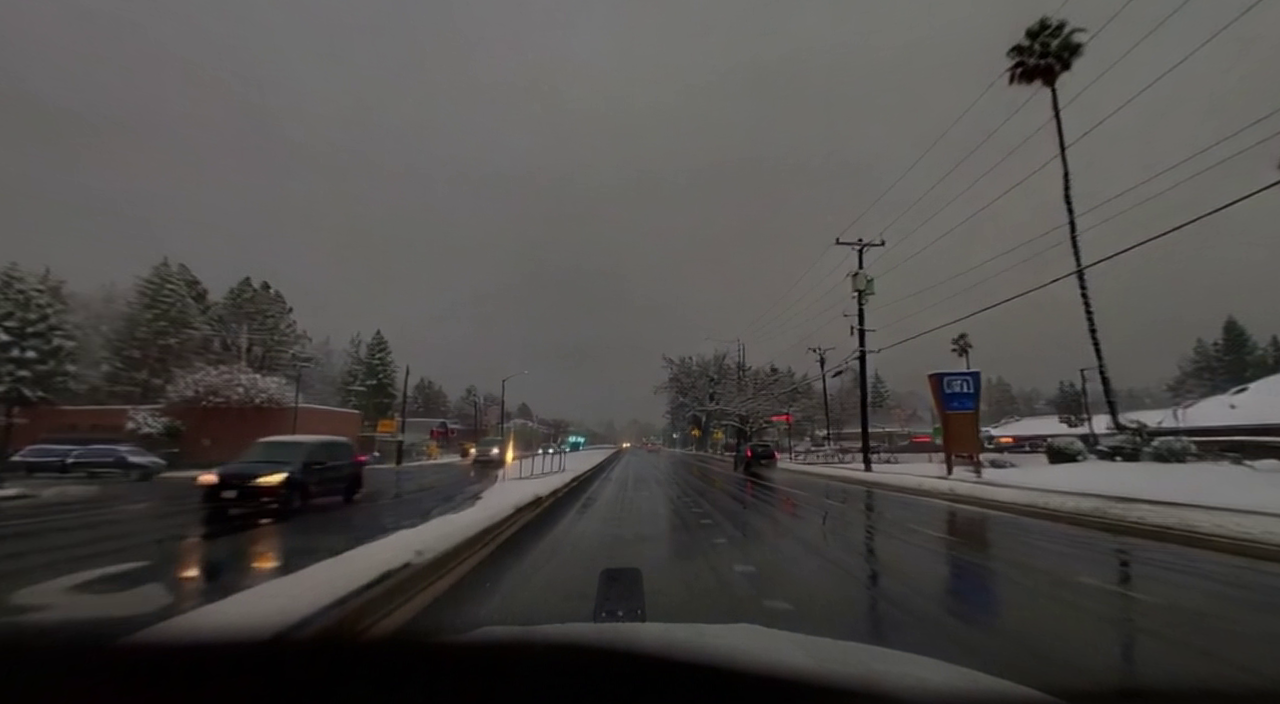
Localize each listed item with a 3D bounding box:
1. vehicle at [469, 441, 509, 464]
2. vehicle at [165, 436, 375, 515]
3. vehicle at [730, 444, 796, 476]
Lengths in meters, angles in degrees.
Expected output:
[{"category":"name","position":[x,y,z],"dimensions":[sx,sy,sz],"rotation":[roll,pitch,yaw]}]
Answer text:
[{"category":"vehicle","position":[-11.800,7.913,49.759],"dimensions":[2.007,1.707,4.522],"rotation":[0,-8,0]},{"category":"vehicle","position":[-7.964,2.681,14.261],"dimensions":[1.946,1.471,4.587],"rotation":[0,-8,0]},{"category":"vehicle","position":[5.918,5.253,31.042],"dimensions":[2.261,1.479,4.403],"rotation":[0,-8,-2]}]
